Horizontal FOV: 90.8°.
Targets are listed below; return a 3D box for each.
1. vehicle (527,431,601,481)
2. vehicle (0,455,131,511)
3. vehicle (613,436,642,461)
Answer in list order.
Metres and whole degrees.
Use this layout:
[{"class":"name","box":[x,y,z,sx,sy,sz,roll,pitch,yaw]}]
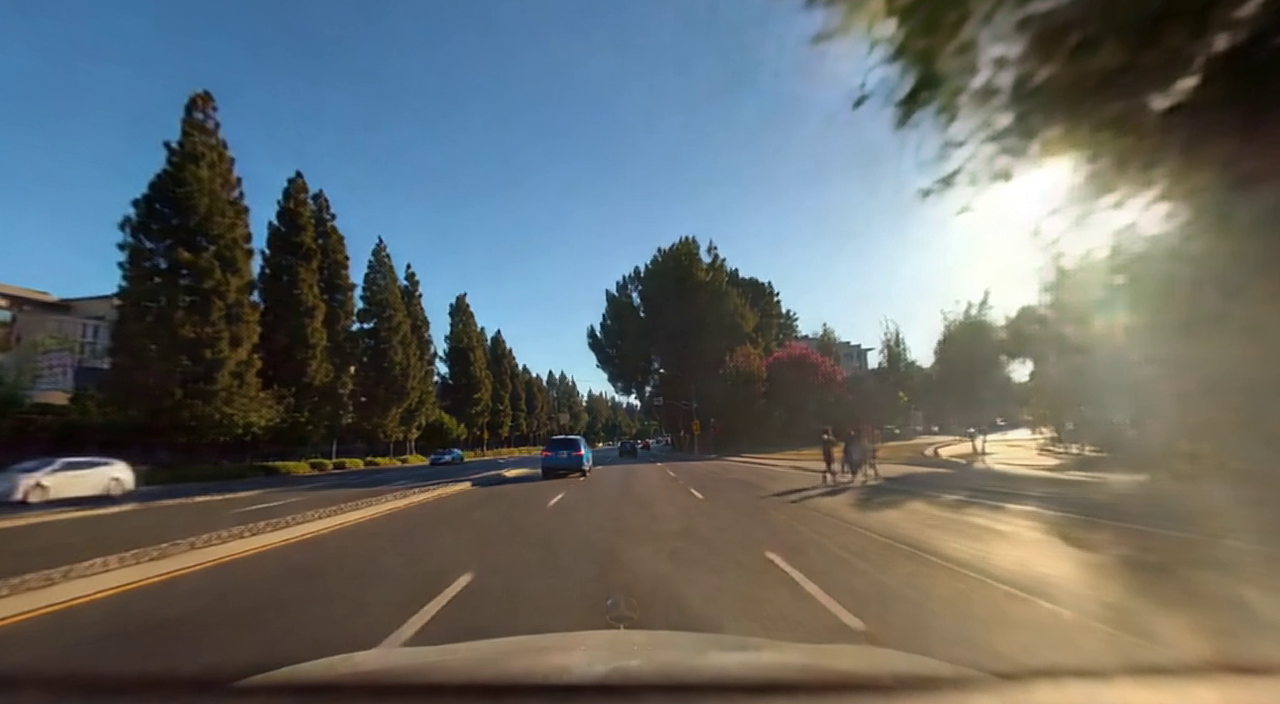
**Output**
[{"class":"vehicle","box":[-2.767,3.939,24.074,2.174,1.703,4.231,-1,-9,2]},{"class":"vehicle","box":[-19.743,4.314,21.198,1.902,1.625,4.095,0,-9,-1]},{"class":"vehicle","box":[-0.954,7.369,48.099,2.077,1.773,4.257,0,-9,-1]}]
